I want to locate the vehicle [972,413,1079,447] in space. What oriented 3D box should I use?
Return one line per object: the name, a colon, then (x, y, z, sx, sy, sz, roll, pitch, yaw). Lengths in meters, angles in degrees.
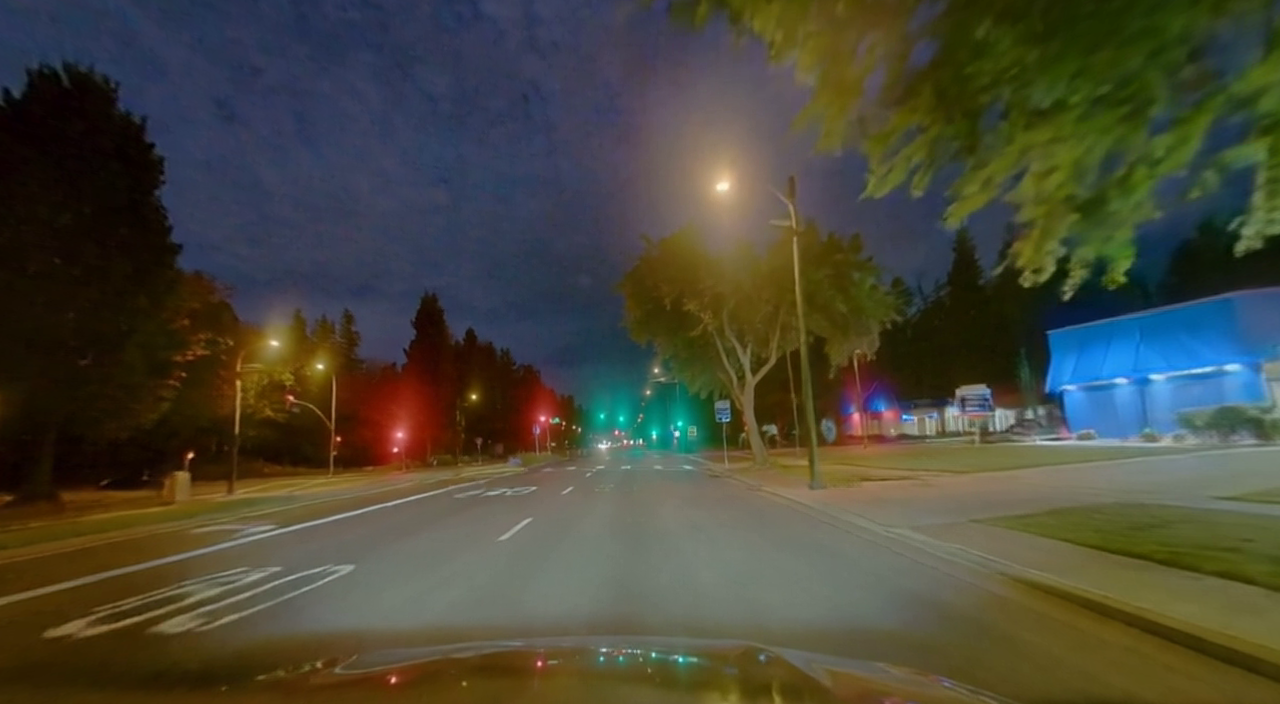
vehicle: (23.130, 4.689, 38.044, 4.902, 1.519, 2.182, -5, -7, -1)
